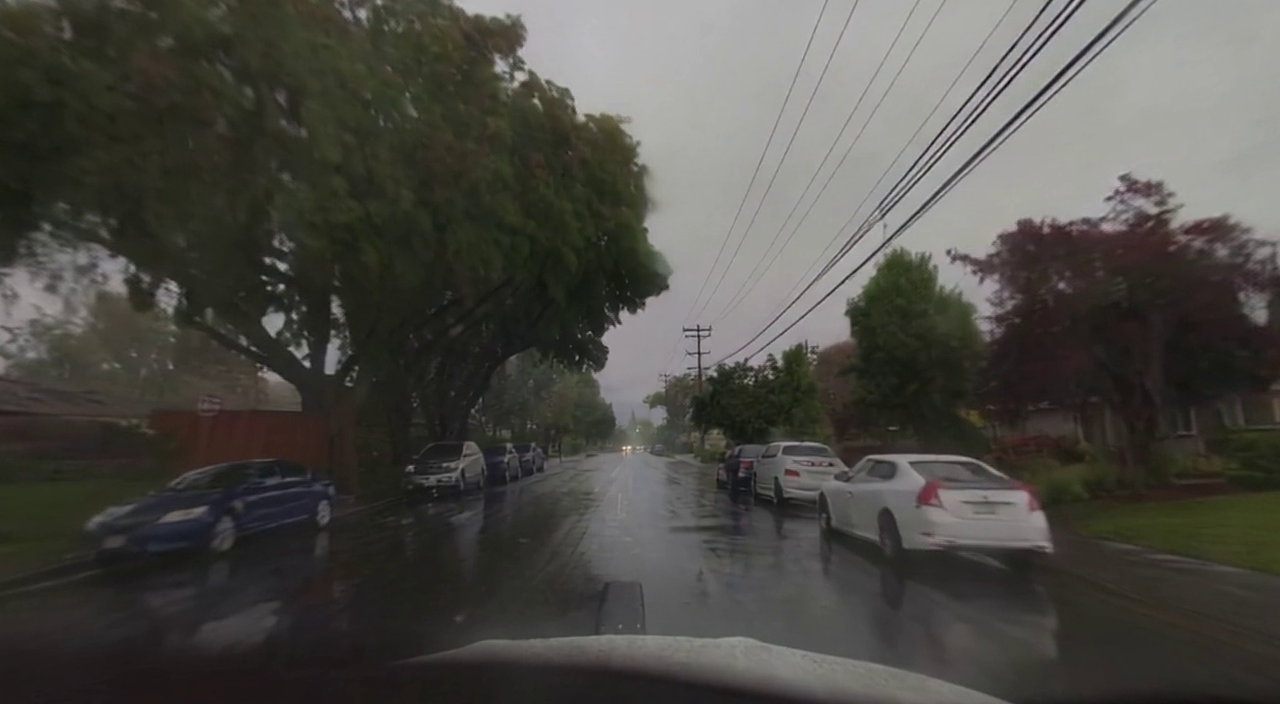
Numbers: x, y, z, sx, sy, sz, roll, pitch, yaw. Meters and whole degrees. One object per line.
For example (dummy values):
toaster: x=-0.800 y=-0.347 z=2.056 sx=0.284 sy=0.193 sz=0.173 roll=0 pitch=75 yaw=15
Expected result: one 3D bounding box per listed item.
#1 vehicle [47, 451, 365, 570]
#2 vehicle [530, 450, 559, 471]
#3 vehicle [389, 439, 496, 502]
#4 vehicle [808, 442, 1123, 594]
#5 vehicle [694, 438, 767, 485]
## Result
vehicle: x=-6.408 y=2.330 z=10.163 sx=2.031 sy=1.454 sz=4.410 roll=0 pitch=-9 yaw=-1
vehicle: x=-7.111 y=8.082 z=47.384 sx=1.997 sy=1.456 sz=4.319 roll=1 pitch=-9 yaw=-7
vehicle: x=-6.315 y=3.831 z=20.870 sx=2.031 sy=1.799 sz=4.587 roll=0 pitch=-9 yaw=0
vehicle: x=3.687 y=1.919 z=8.232 sx=1.763 sy=1.432 sz=4.323 roll=0 pitch=-9 yaw=0
vehicle: x=3.650 y=4.566 z=26.669 sx=2.178 sy=1.757 sz=5.495 roll=0 pitch=-9 yaw=-1
